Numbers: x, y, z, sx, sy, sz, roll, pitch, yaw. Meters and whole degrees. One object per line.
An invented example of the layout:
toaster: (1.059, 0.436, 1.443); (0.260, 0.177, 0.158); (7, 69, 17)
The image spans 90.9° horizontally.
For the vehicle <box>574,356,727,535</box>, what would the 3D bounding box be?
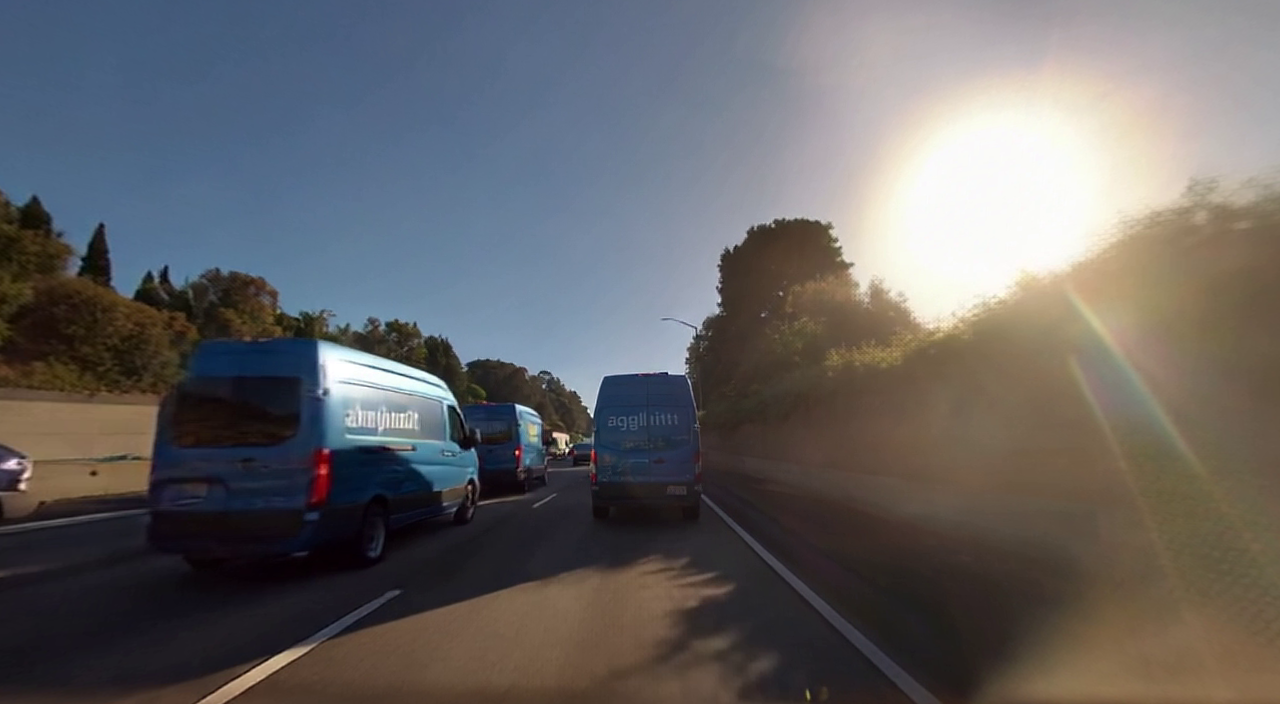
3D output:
vehicle: (0.147, 1.884, 12.911); (2.316, 2.738, 6.398); (0, -9, 0)

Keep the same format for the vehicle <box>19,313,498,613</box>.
vehicle: (-3.703, 1.280, 7.941); (2.729, 2.439, 5.418); (0, -8, -2)
